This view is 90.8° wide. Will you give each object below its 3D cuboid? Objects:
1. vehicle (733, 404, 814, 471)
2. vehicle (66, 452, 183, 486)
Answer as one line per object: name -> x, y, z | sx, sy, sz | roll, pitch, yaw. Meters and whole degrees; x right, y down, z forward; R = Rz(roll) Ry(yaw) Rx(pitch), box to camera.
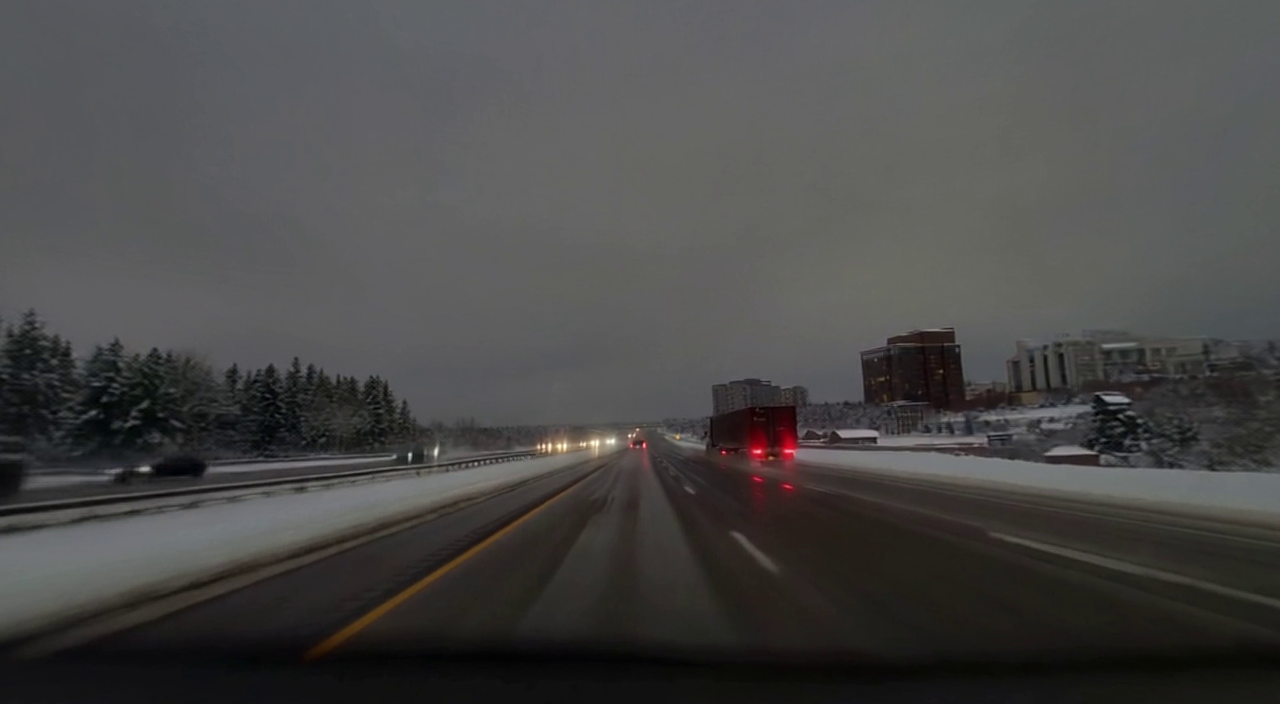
vehicle -> 7.012, 4.693, 34.480 | 2.793, 3.204, 7.997 | 0, -8, 1
vehicle -> -25.656, 5.798, 31.691 | 1.900, 1.493, 4.739 | 0, -8, 0
